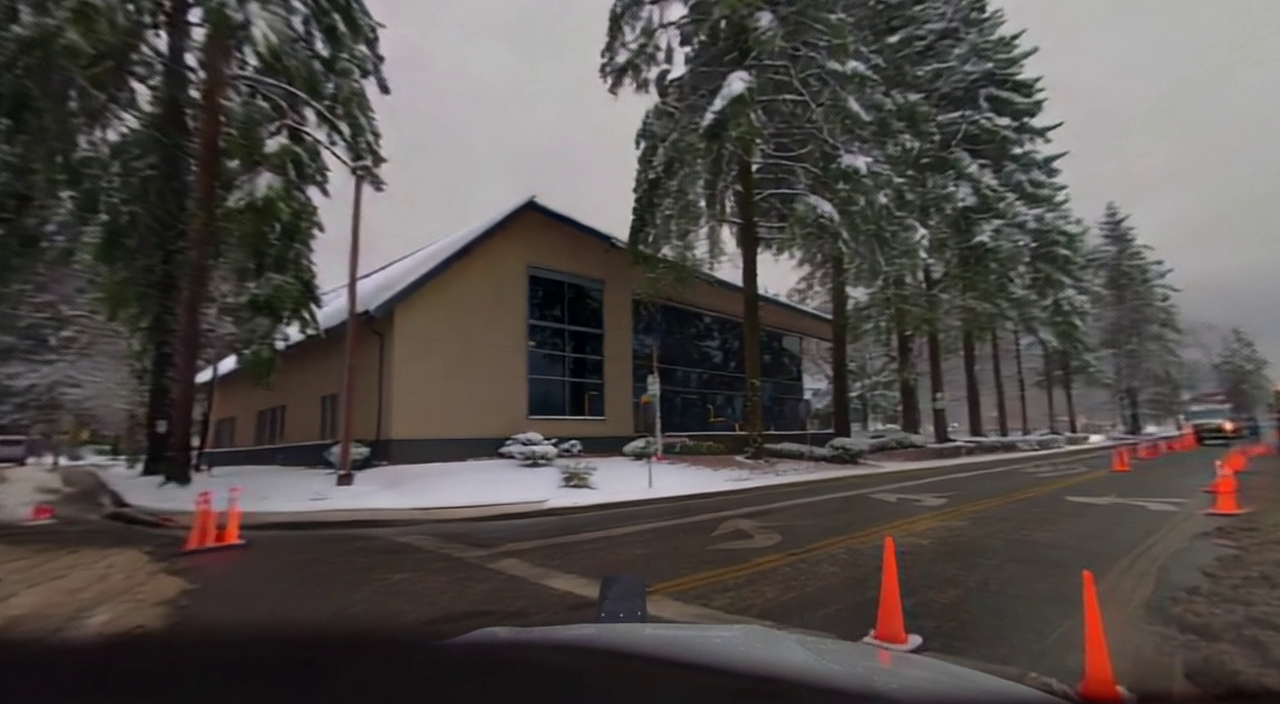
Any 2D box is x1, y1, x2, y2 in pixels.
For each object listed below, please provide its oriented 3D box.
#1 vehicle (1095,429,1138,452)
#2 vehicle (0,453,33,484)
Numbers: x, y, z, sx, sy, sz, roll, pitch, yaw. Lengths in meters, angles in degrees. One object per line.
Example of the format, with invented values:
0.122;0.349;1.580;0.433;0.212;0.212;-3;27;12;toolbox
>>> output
35.409;6.524;46.871;1.955;1.479;4.100;-7;-8;44;vehicle
-38.137;6.946;37.981;2.110;1.733;4.028;8;-12;-44;vehicle
